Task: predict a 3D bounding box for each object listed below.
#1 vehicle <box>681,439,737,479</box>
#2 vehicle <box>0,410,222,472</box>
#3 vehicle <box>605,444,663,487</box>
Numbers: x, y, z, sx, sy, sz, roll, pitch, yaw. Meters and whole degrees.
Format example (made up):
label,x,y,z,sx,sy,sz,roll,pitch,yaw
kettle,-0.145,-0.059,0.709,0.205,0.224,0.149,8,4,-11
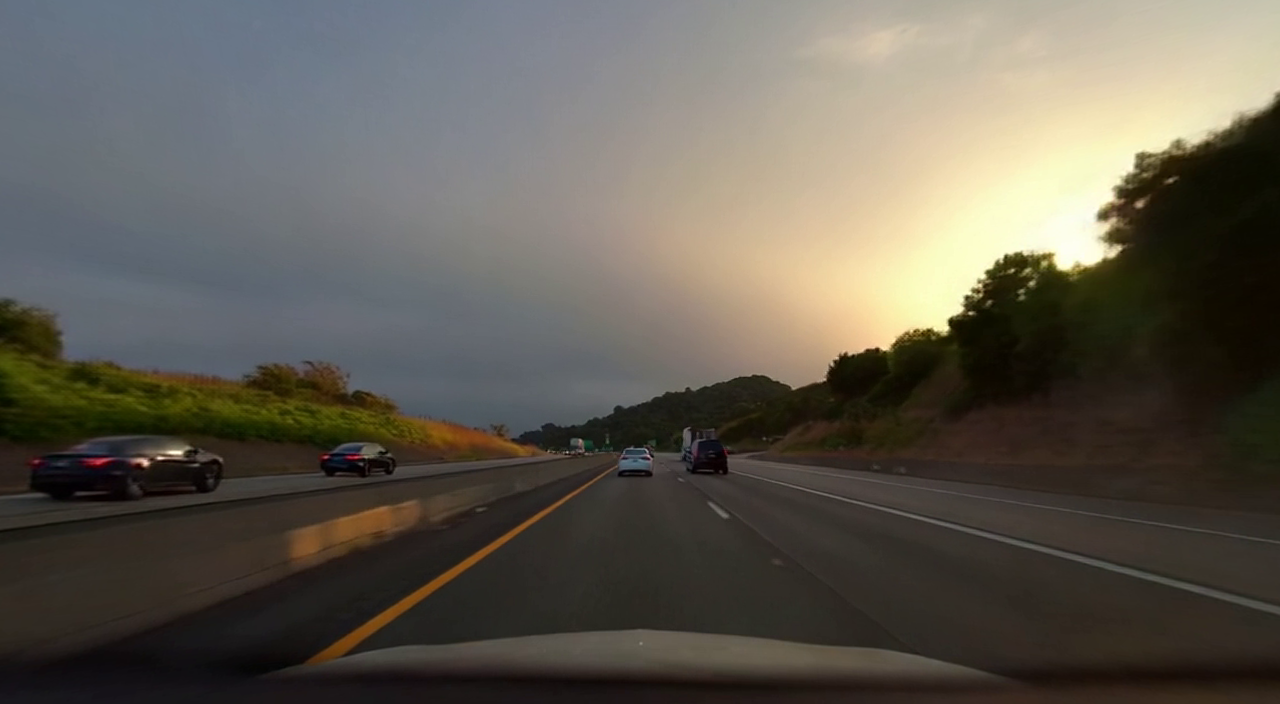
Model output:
label,x,y,z,sx,sy,sz,roll,pitch,yaw
vehicle,3.134,4.981,29.503,2.048,1.704,4.284,0,-9,-1
vehicle,-35.823,6.294,43.725,2.892,3.450,16.147,0,-9,-1
vehicle,-0.211,4.127,23.121,1.970,1.441,3.846,0,-9,0
